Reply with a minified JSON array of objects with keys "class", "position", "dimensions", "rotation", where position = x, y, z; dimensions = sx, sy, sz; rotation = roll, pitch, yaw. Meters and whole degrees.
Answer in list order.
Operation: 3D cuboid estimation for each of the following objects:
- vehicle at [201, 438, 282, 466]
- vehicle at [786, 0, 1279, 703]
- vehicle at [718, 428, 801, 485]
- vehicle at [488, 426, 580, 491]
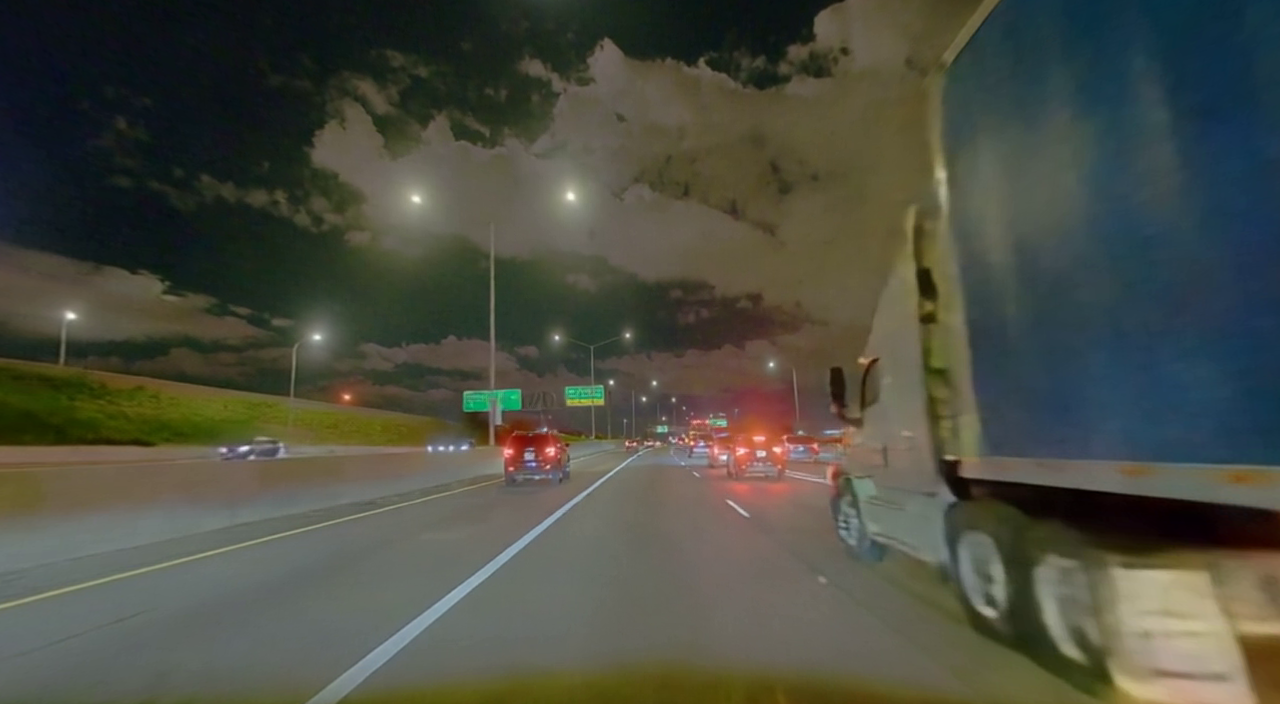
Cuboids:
[{"class":"vehicle","position":[-26.078,6.528,41.446],"dimensions":[1.982,1.710,4.550],"rotation":[-1,-8,6]},{"class":"vehicle","position":[3.642,0.187,5.816],"dimensions":[3.059,3.981,6.593],"rotation":[-1,-8,1]},{"class":"vehicle","position":[3.983,3.575,21.820],"dimensions":[1.991,1.715,4.455],"rotation":[-1,-8,0]},{"class":"vehicle","position":[-3.081,3.212,19.278],"dimensions":[2.006,1.741,4.277],"rotation":[-1,-8,1]}]
